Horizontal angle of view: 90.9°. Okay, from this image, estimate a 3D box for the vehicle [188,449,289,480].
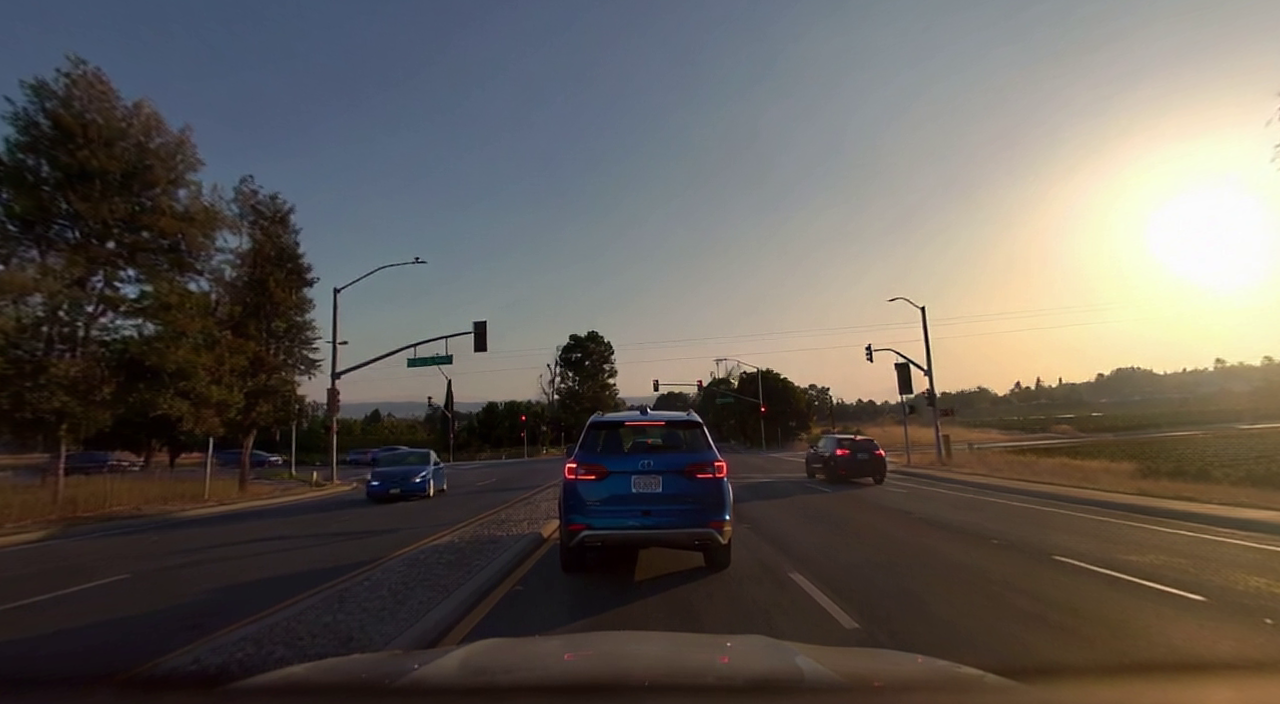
[{"bbox_3d":[-23.381,6.535,36.804,4.608,1.680,2.026,-1,-8,8],"label":"vehicle"}]

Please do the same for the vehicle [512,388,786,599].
[{"bbox_3d":[0.065,1.491,7.465,2.298,1.770,4.138,0,-8,0],"label":"vehicle"}]

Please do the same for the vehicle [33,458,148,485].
[{"bbox_3d":[-31.679,6.880,36.446,4.559,1.458,2.265,0,-8,1],"label":"vehicle"}]

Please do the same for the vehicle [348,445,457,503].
[{"bbox_3d":[-7.020,3.601,19.222,2.425,1.480,4.707,2,-9,-12],"label":"vehicle"}]

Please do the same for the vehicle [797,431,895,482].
[{"bbox_3d":[7.138,3.669,22.401,2.012,1.636,4.352,0,-8,0],"label":"vehicle"}]
